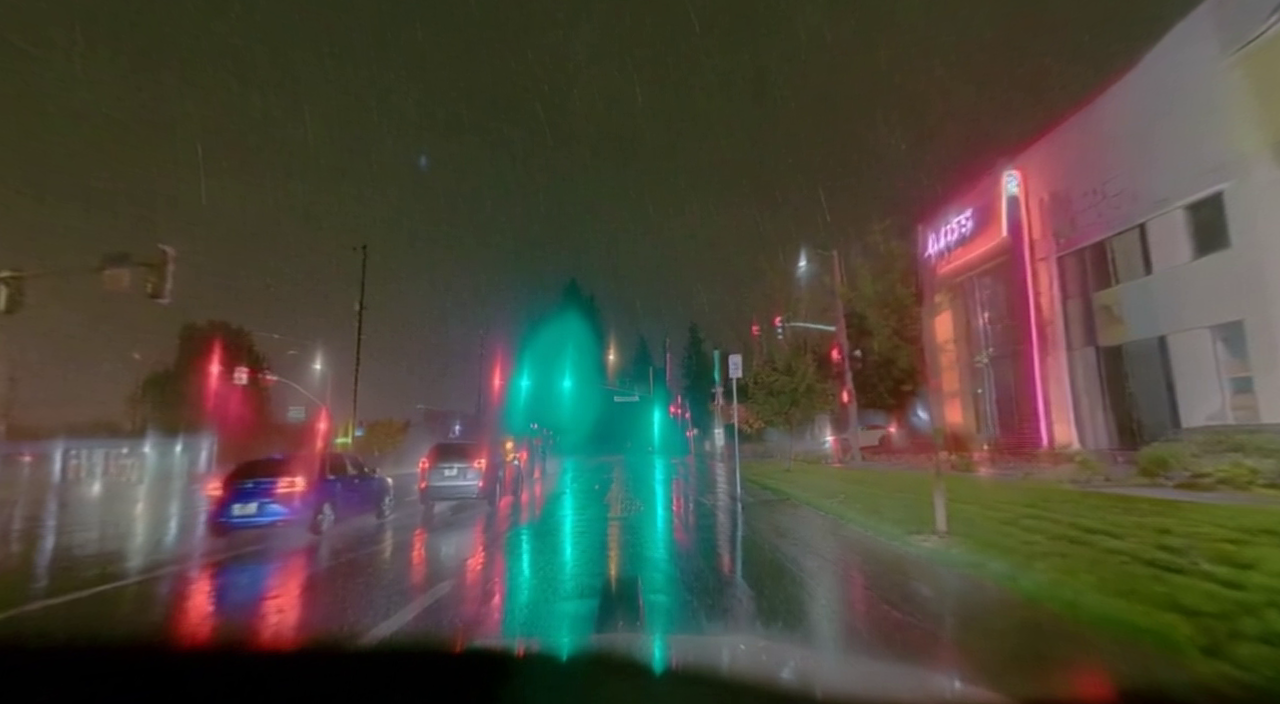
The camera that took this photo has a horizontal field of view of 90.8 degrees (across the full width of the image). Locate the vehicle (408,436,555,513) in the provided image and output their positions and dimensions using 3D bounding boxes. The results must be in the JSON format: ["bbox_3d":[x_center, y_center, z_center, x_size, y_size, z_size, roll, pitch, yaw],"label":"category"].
[{"bbox_3d":[-3.366,2.705,14.552,2.054,1.449,4.772,0,-8,1],"label":"vehicle"}]

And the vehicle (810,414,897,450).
[{"bbox_3d":[12.812,4.830,38.054,4.428,1.501,1.884,-7,-8,-2],"label":"vehicle"}]

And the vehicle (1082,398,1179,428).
[{"bbox_3d":[32.178,4.015,41.510,4.630,1.824,2.031,0,-8,-2],"label":"vehicle"}]

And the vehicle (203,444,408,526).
[{"bbox_3d":[-6.714,2.671,13.336,1.966,1.439,4.161,0,-8,1],"label":"vehicle"}]

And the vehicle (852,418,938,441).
[{"bbox_3d":[16.597,5.089,41.279,4.712,1.466,1.962,0,-9,-1],"label":"vehicle"}]
